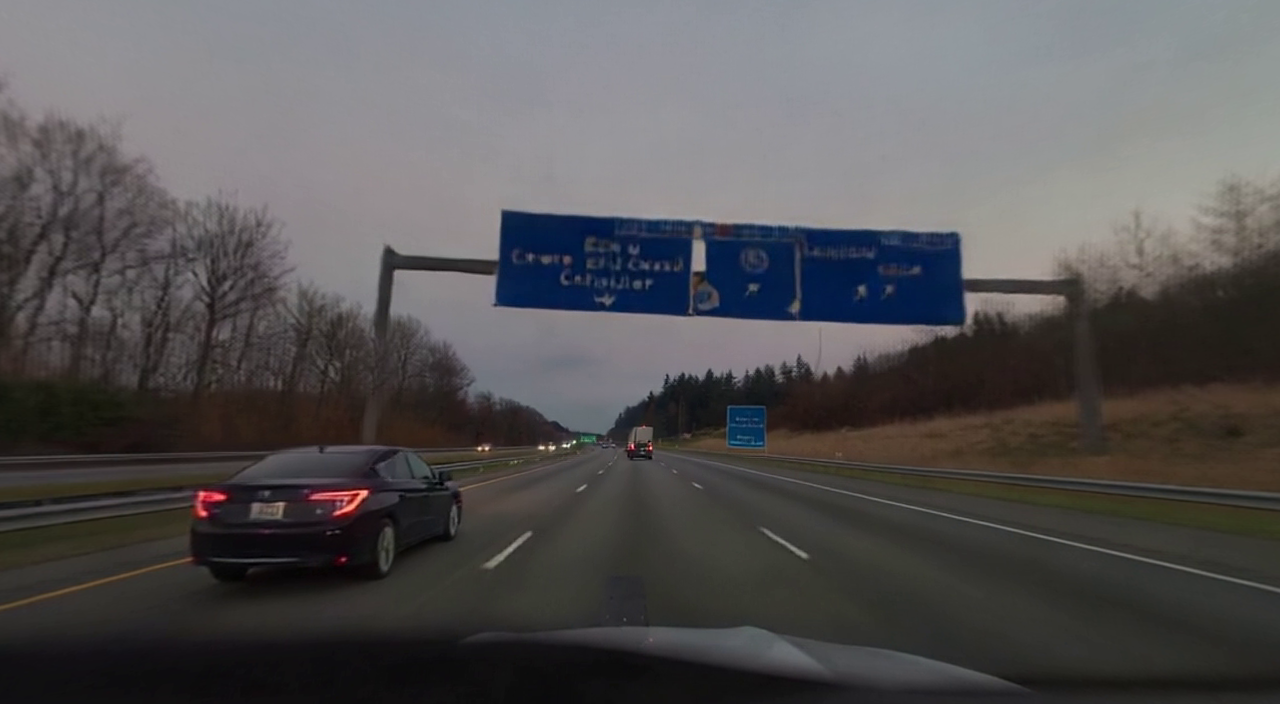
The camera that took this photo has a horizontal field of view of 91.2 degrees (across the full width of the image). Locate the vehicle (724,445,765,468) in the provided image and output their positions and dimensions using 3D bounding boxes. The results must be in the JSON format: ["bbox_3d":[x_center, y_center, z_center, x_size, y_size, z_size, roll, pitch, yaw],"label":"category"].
[{"bbox_3d":[7.680,7.731,46.639,2.081,1.576,5.604,0,-9,0],"label":"vehicle"}]

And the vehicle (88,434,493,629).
[{"bbox_3d":[-3.259,1.735,7.173,2.012,1.500,4.452,0,-9,1],"label":"vehicle"}]

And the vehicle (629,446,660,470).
[{"bbox_3d":[0.286,6.768,40.310,1.859,1.478,3.799,0,-9,0],"label":"vehicle"}]
